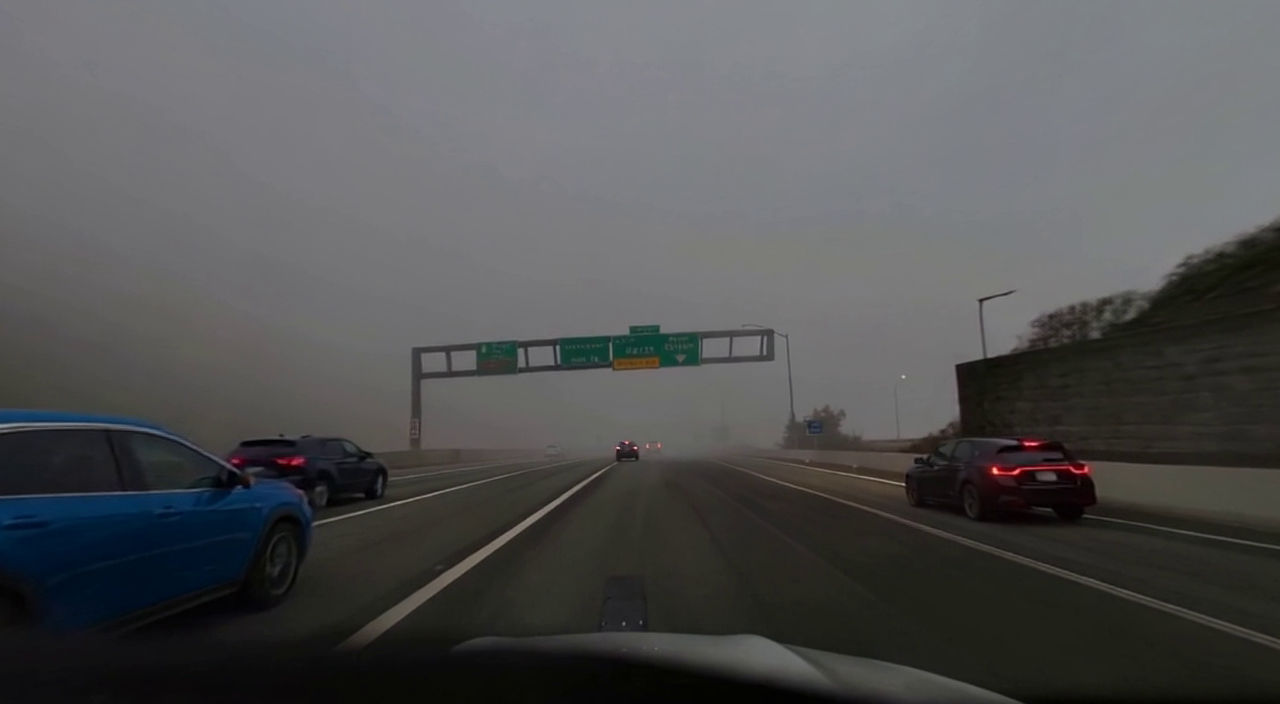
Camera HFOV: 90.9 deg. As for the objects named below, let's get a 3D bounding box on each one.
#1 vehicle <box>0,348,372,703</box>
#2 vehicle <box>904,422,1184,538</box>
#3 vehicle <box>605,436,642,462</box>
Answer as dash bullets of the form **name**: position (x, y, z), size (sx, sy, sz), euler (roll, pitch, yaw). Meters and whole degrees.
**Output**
- **vehicle**: position (-3.964, 1.028, 3.981), size (2.210, 1.730, 5.133), euler (-1, -8, 1)
- **vehicle**: position (6.776, 2.175, 11.397), size (2.122, 1.646, 4.491), euler (-1, -8, 1)
- **vehicle**: position (-1.148, 7.273, 47.476), size (2.172, 1.824, 5.031), euler (-1, -8, 6)
